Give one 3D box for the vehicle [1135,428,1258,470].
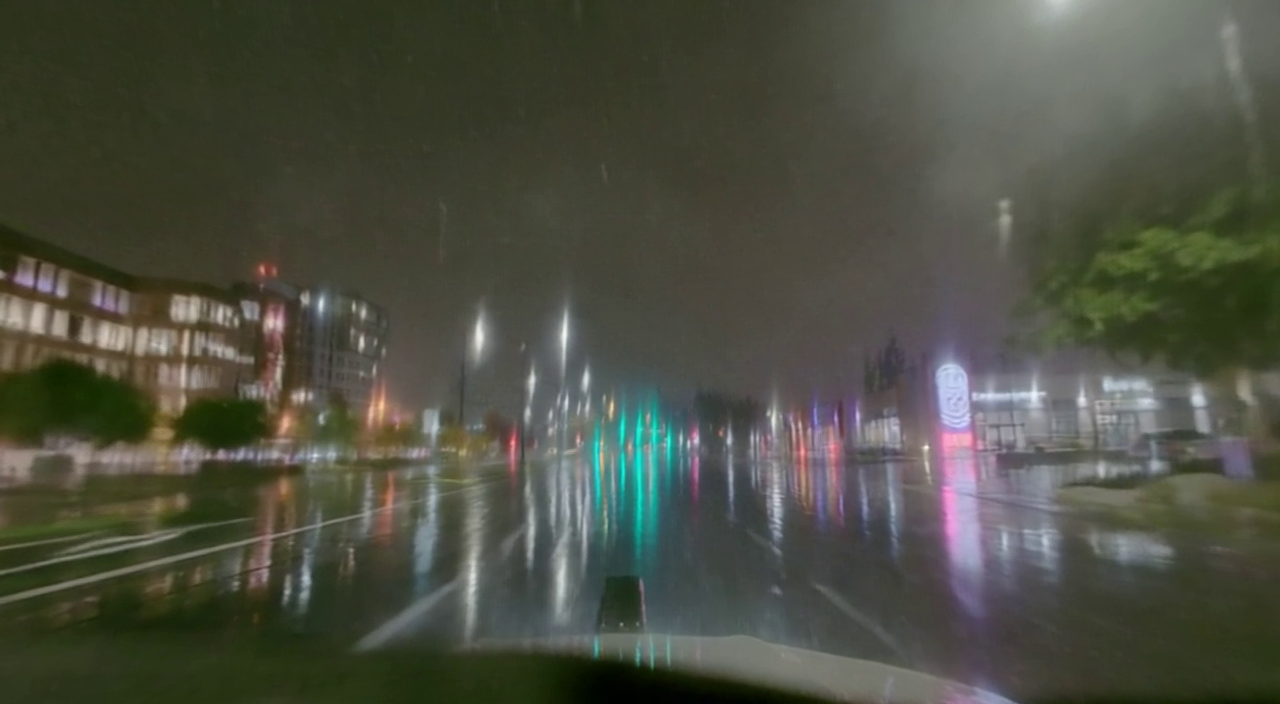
[{"bbox_3d":[29.782,5.158,33.794,6.327,1.962,2.210,2,-9,-23],"label":"vehicle"}]
